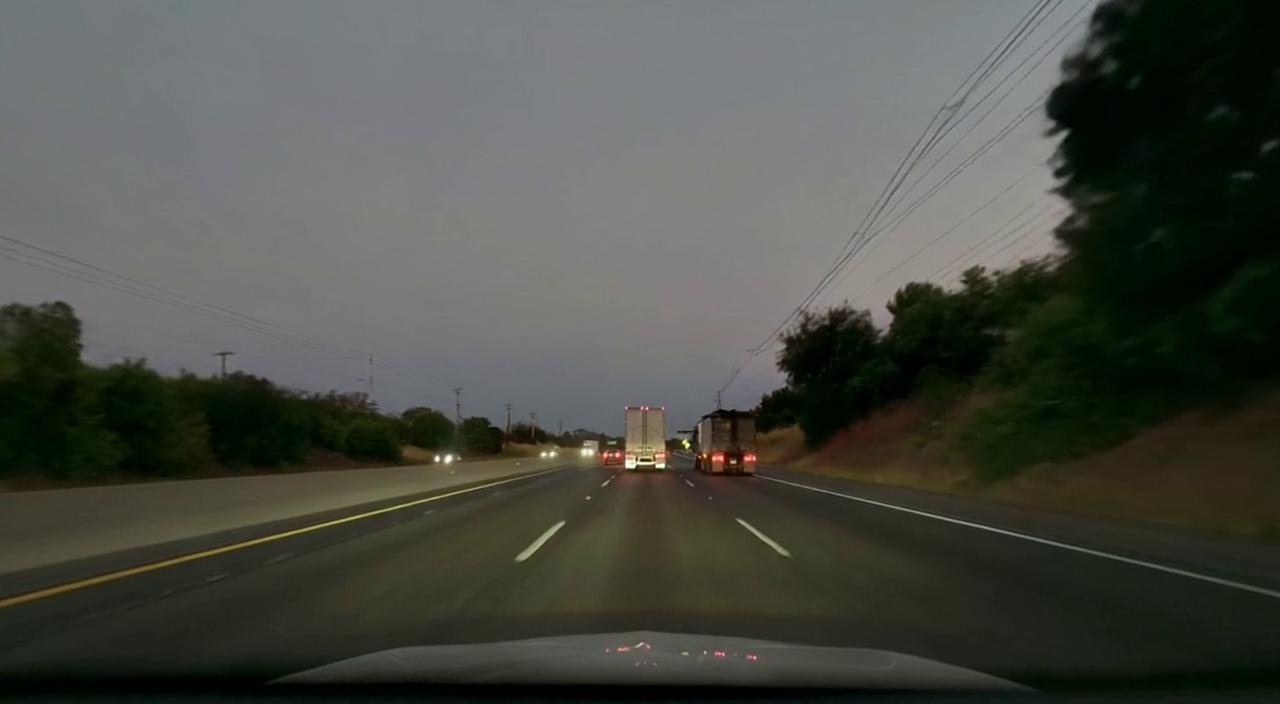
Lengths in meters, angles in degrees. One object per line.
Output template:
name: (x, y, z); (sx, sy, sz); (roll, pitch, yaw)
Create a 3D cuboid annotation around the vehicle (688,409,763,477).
vehicle: (4.621, 5.235, 35.962); (2.938, 3.378, 8.820); (0, -9, -1)

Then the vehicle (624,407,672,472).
vehicle: (0.587, 6.581, 46.627); (2.997, 4.076, 13.224); (0, -9, 1)
